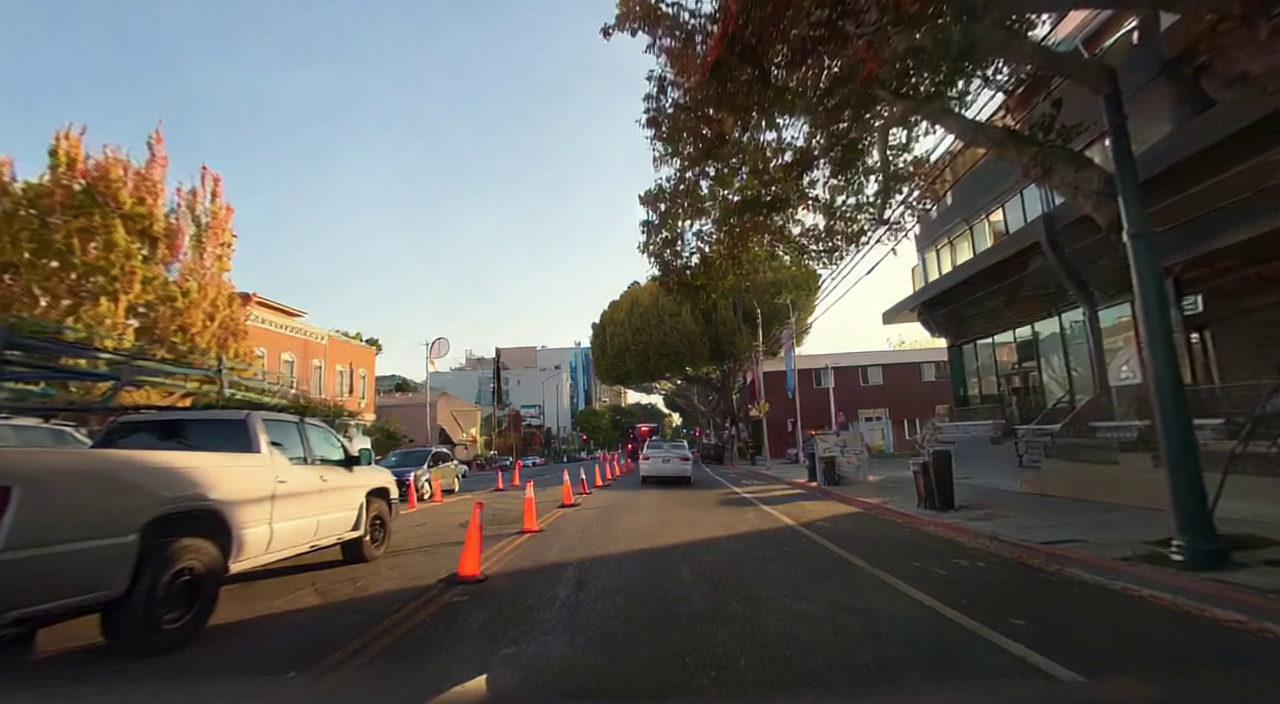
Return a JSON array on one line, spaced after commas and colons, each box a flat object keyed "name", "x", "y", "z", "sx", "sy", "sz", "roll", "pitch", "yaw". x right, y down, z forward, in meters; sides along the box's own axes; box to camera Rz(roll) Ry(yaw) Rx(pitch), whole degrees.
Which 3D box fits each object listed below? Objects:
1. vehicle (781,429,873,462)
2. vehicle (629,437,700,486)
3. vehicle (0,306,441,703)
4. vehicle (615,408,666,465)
[{"name": "vehicle", "x": 11.460, "y": 5.747, "z": 38.948, "sx": 4.859, "sy": 1.914, "sz": 2.333, "roll": 0, "pitch": -8, "yaw": -4}, {"name": "vehicle", "x": 0.841, "y": 3.666, "z": 21.487, "sx": 2.159, "sy": 1.506, "sz": 4.086, "roll": 0, "pitch": -8, "yaw": 2}, {"name": "vehicle", "x": -4.212, "y": 1.228, "z": 5.515, "sx": 2.500, "sy": 2.128, "sz": 6.396, "roll": -2, "pitch": -8, "yaw": 4}, {"name": "vehicle", "x": 0.049, "y": 5.875, "z": 43.312, "sx": 2.977, "sy": 3.271, "sz": 12.748, "roll": 0, "pitch": -8, "yaw": 0}]
